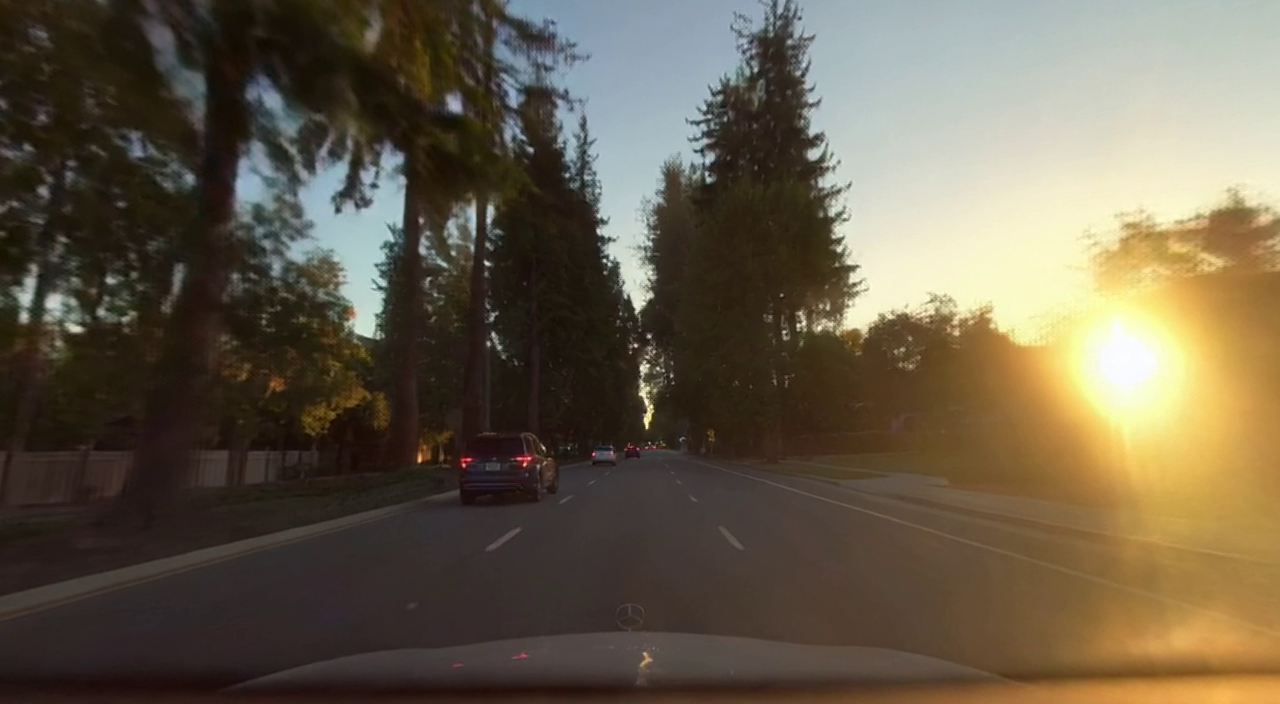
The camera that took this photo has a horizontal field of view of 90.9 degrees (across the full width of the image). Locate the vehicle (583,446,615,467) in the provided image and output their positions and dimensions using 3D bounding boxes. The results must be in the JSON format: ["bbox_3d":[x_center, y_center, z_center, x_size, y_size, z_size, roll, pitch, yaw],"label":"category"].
[{"bbox_3d":[-2.981,7.714,46.704,2.021,1.466,4.330,0,-9,1],"label":"vehicle"}]

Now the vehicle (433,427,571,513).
[{"bbox_3d":[-2.972,2.679,14.759,2.058,1.671,4.704,0,-9,1],"label":"vehicle"}]
